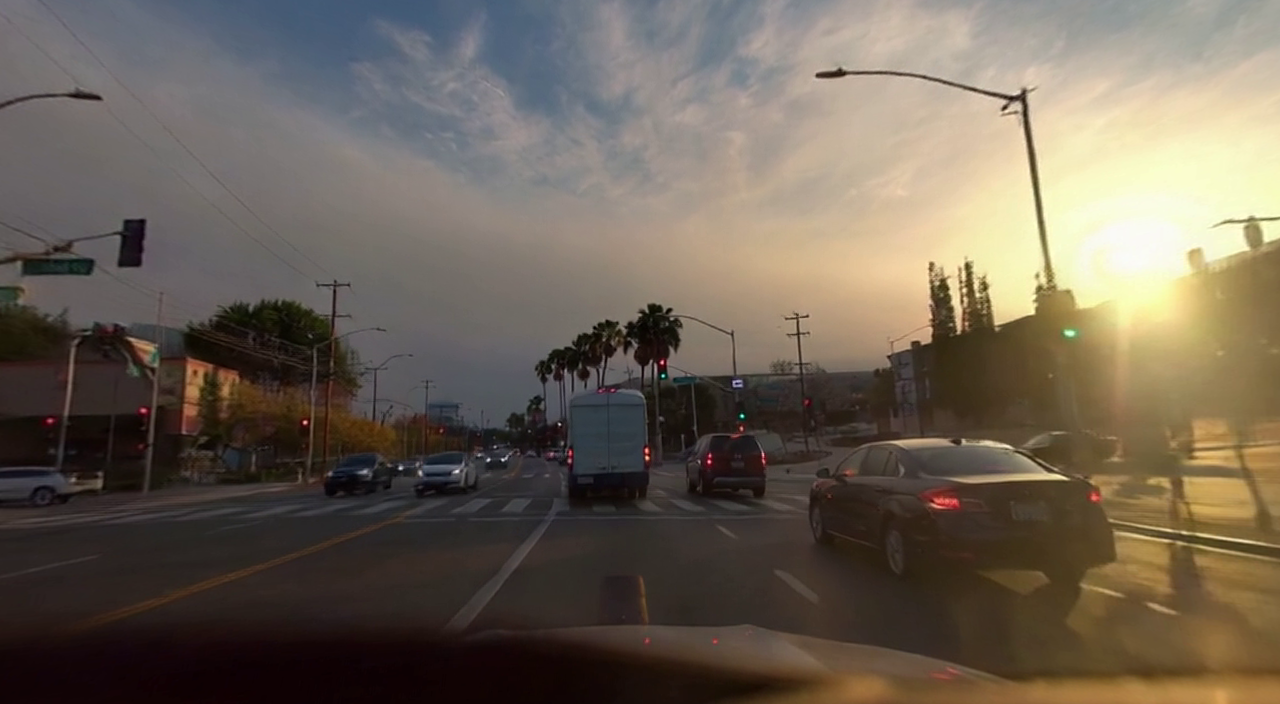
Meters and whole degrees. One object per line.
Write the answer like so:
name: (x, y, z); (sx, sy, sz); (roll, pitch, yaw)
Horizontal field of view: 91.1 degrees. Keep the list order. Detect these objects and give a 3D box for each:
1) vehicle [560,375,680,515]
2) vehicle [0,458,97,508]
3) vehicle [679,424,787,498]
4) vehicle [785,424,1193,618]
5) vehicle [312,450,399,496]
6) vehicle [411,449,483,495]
vehicle: (-0.750, 2.411, 16.452); (2.517, 2.926, 6.177); (1, -8, -6)
vehicle: (-21.681, 4.422, 21.452); (4.585, 1.533, 1.996); (-1, -8, 6)
vehicle: (2.657, 3.312, 19.543); (2.157, 1.944, 5.423); (0, -8, -4)
vehicle: (3.309, 1.675, 7.333); (1.978, 1.507, 4.636); (0, -8, -2)
vehicle: (-11.537, 4.890, 25.786); (1.959, 1.636, 4.159); (1, -8, -6)
vehicle: (-7.222, 4.506, 23.928); (1.878, 1.540, 3.939); (1, -8, -6)
